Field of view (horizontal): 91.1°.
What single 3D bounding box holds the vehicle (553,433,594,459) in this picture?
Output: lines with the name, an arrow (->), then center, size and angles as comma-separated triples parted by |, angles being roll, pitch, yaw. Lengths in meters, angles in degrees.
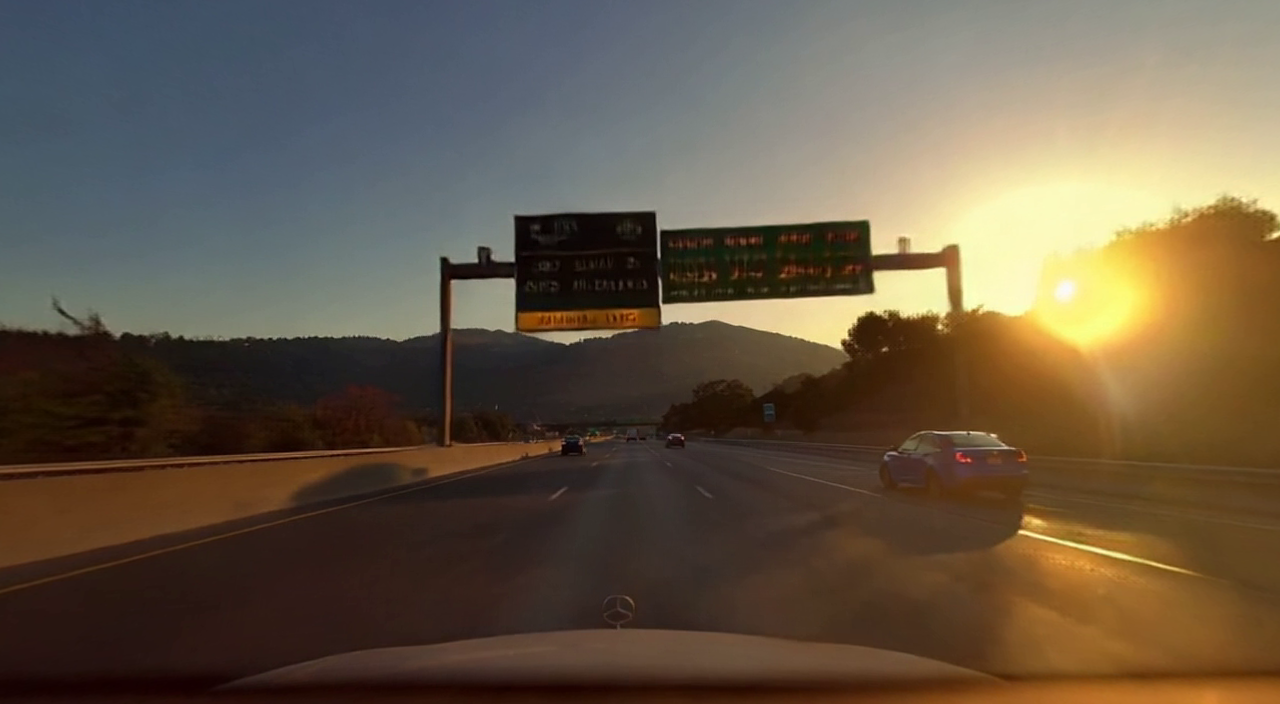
vehicle -> -3.919, 5.573, 37.575 | 2.032, 1.465, 4.316 | 0, -8, -1

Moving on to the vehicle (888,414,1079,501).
vehicle -> 7.334, 2.279, 13.986 | 1.956, 1.634, 3.935 | 0, -8, -1
